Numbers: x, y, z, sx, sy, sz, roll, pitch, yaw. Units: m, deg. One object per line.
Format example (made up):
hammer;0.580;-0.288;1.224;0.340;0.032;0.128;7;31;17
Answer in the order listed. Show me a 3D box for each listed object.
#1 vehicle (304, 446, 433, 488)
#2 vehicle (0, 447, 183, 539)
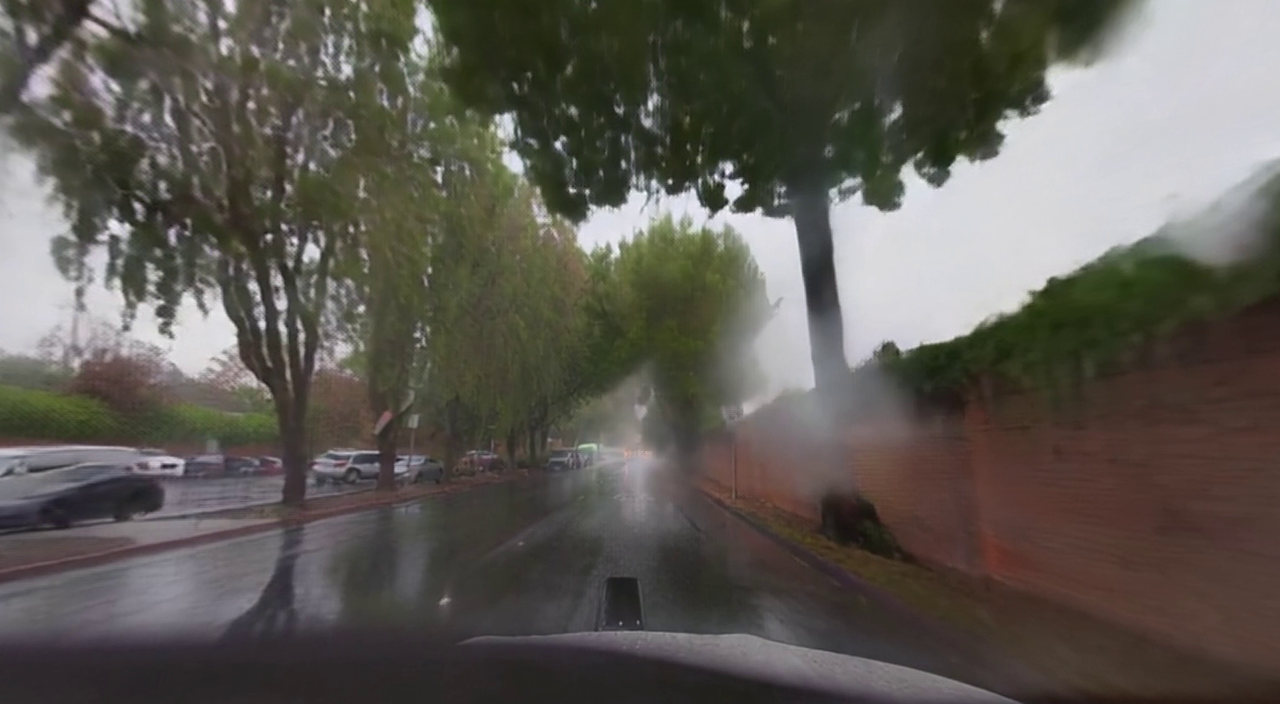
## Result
vehicle;-13.561;5.771;31.837;5.428;1.908;2.196;1;-9;0
vehicle;-13.095;2.958;13.592;4.870;1.767;2.120;-1;-8;2
